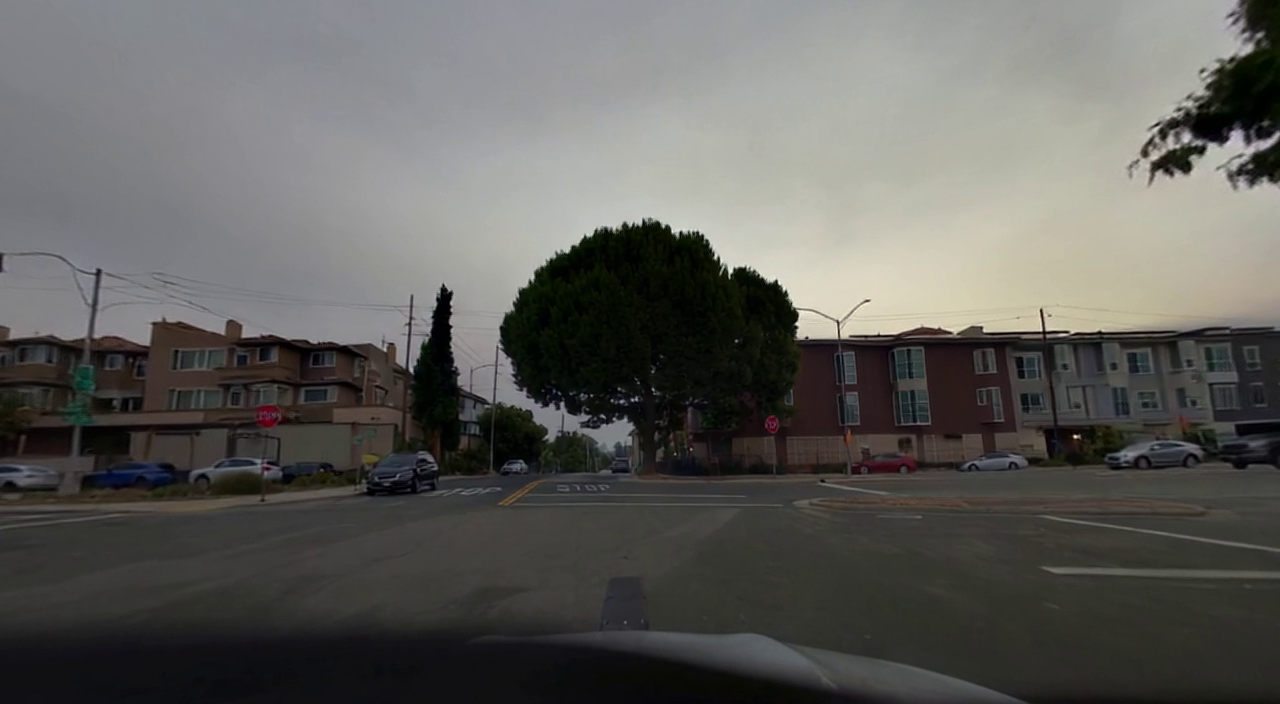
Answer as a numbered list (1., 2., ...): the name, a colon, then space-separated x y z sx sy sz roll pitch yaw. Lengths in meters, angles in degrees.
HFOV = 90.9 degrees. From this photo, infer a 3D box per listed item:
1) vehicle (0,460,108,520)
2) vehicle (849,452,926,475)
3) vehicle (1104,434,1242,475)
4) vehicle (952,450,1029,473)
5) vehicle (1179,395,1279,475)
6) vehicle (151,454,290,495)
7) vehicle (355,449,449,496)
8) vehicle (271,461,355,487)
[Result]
1. vehicle: -16.974 3.612 16.712 4.233 1.432 1.755 -1 -9 4
2. vehicle: 17.085 7.676 43.603 4.528 1.458 1.939 1 -7 -6
3. vehicle: 28.253 5.416 33.530 5.277 2.032 2.408 1 -7 -5
4. vehicle: 24.534 7.642 44.178 4.323 1.507 1.896 1 -9 -5
5. vehicle: 32.579 4.024 30.577 10.986 3.604 2.707 1 -9 -7
6. vehicle: -18.363 5.315 27.832 2.010 1.583 4.582 -6 -11 33
7. vehicle: -9.199 4.658 24.882 2.156 1.620 4.945 0 -9 -5
8. vehicle: -21.053 7.864 40.710 4.277 1.527 1.987 0 -9 -4
